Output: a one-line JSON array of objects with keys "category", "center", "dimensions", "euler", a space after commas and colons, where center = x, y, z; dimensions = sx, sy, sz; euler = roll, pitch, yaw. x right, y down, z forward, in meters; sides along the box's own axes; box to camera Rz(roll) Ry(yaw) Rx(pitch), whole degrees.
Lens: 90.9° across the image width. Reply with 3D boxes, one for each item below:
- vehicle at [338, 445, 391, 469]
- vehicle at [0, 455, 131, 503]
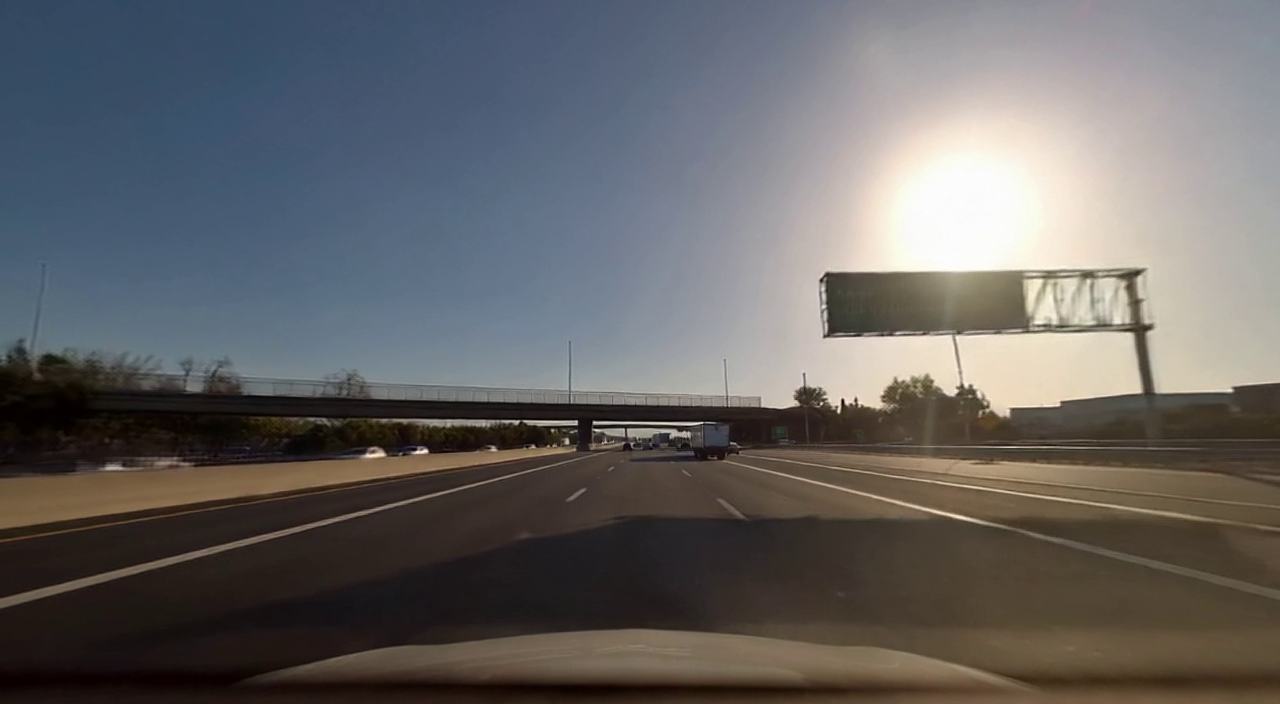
[{"category": "vehicle", "center": [-20.722, 7.917, 47.594], "dimensions": [1.929, 1.688, 4.519], "euler": [0, -8, 0]}, {"category": "vehicle", "center": [-22.178, 4.710, 23.826], "dimensions": [1.909, 1.536, 4.882], "euler": [0, -8, -1]}]
